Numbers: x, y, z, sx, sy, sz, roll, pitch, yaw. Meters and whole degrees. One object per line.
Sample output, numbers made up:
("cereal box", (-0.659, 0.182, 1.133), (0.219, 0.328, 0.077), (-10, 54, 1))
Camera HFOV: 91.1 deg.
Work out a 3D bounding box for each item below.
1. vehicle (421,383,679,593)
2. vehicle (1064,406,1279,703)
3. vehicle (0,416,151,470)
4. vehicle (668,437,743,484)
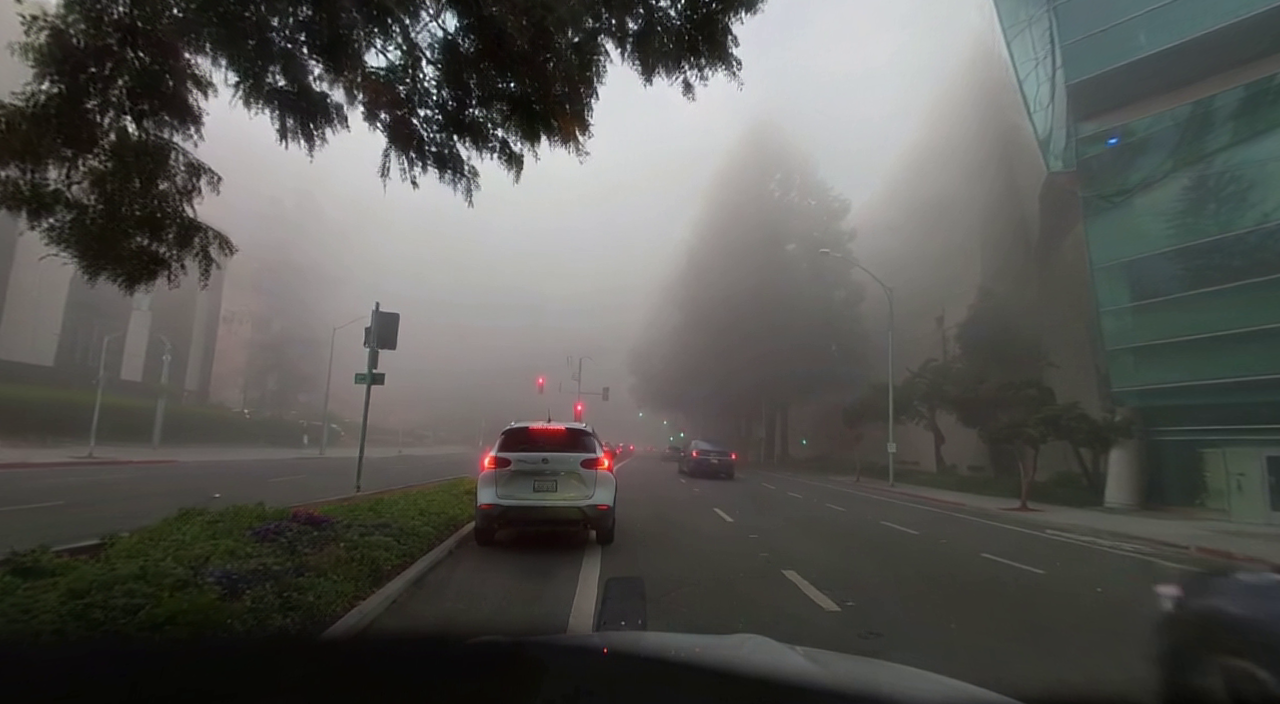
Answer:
("vehicle", (-1.138, 1.560, 8.109), (2.275, 1.819, 4.883), (1, -9, -9))
("vehicle", (3.202, 0.763, 0.786), (2.205, 1.537, 4.895), (-1, -8, 4))
("vehicle", (-18.830, 2.961, 20.458), (1.911, 1.542, 4.748), (0, -8, 1))
("vehicle", (2.680, 4.612, 26.997), (2.301, 1.716, 4.856), (3, -9, -4))
